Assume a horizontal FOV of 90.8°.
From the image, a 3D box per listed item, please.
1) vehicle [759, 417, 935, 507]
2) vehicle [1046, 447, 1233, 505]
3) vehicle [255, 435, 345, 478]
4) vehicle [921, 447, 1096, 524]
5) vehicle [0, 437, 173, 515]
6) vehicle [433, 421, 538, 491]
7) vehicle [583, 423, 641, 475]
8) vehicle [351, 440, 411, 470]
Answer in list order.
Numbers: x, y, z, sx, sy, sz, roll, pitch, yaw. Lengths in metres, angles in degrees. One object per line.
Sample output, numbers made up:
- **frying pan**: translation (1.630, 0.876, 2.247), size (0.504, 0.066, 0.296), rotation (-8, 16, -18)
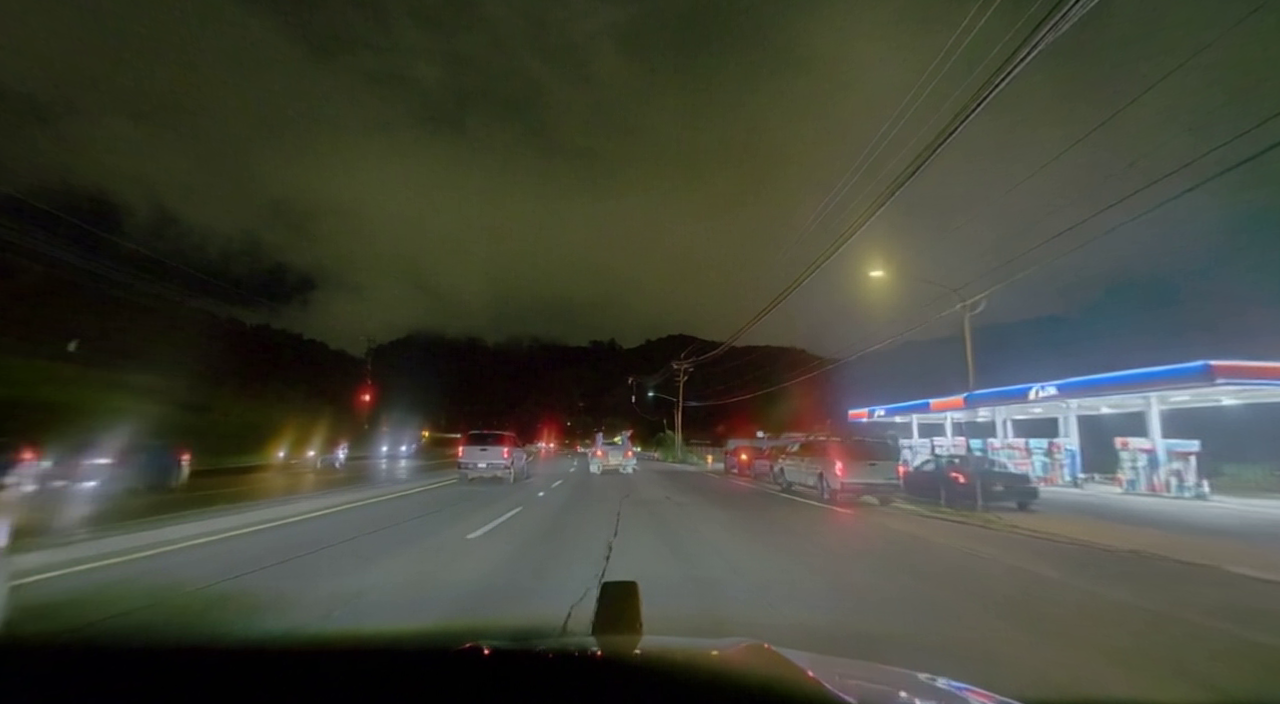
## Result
- **vehicle**: translation (5.755, 3.204, 18.943), size (2.706, 2.199, 6.527), rotation (0, -8, -4)
- **vehicle**: translation (17.258, 4.231, 22.227), size (1.986, 1.771, 4.809), rotation (2, -9, -14)
- **vehicle**: translation (-14.317, 4.420, 26.896), size (1.817, 1.670, 3.890), rotation (0, -8, -3)
- **vehicle**: translation (9.207, 3.319, 16.292), size (1.933, 1.480, 4.249), rotation (2, -6, -1)
- **vehicle**: translation (-13.165, 2.686, 14.248), size (1.888, 1.456, 4.537), rotation (0, -8, -2)
- **vehicle**: translation (-4.965, 3.447, 21.323), size (2.345, 2.012, 5.693), rotation (0, -8, -3)
- **vehicle**: translation (-1.457, 4.648, 30.439), size (2.486, 2.280, 5.291), rotation (1, -8, -5)
- **vehicle**: translation (-14.830, 5.885, 36.434), size (1.930, 1.591, 4.408), rotation (1, -8, -5)
